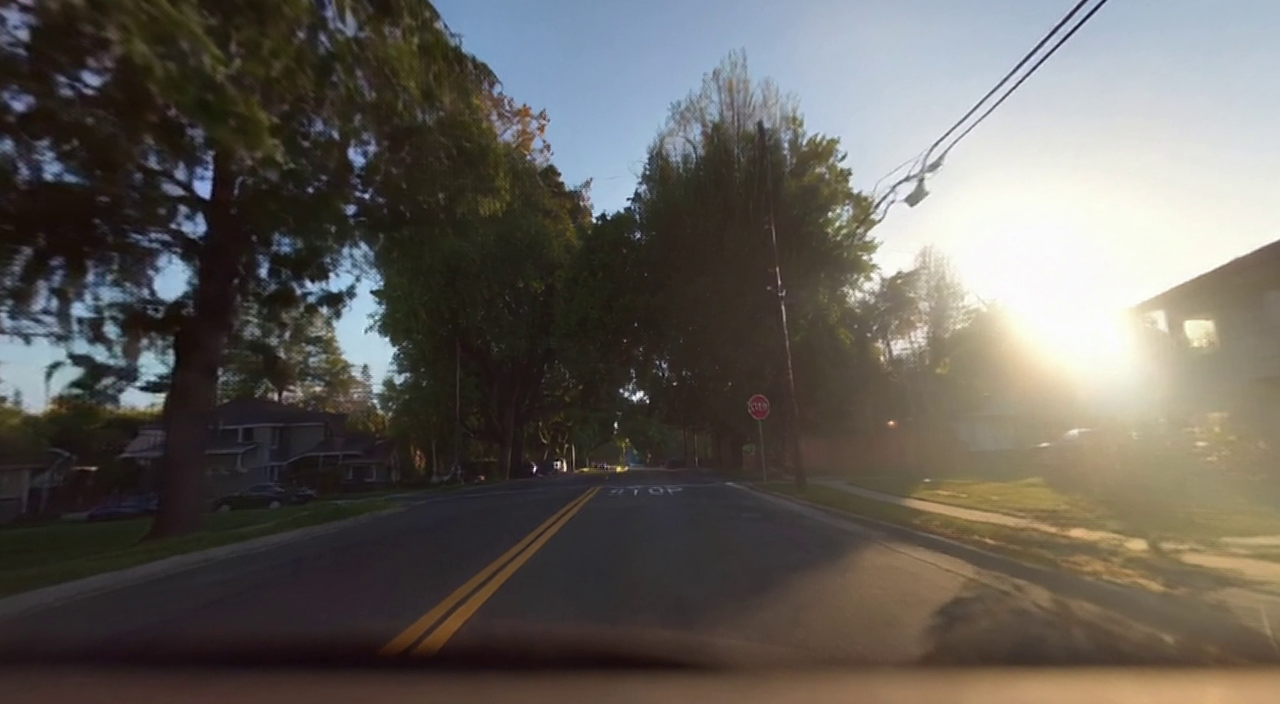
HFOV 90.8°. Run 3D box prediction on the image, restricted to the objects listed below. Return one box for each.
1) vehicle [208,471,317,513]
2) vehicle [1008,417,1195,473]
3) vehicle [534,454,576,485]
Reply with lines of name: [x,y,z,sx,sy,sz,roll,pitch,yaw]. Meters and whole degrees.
vehicle: [-18.516,6.875,31.078,4.274,1.626,2.093,-6,-9,11]
vehicle: [16.758,3.442,23.247,4.982,1.874,2.133,-3,-9,12]
vehicle: [-6.021,8.424,45.459,2.149,1.823,4.613,-6,-9,1]
